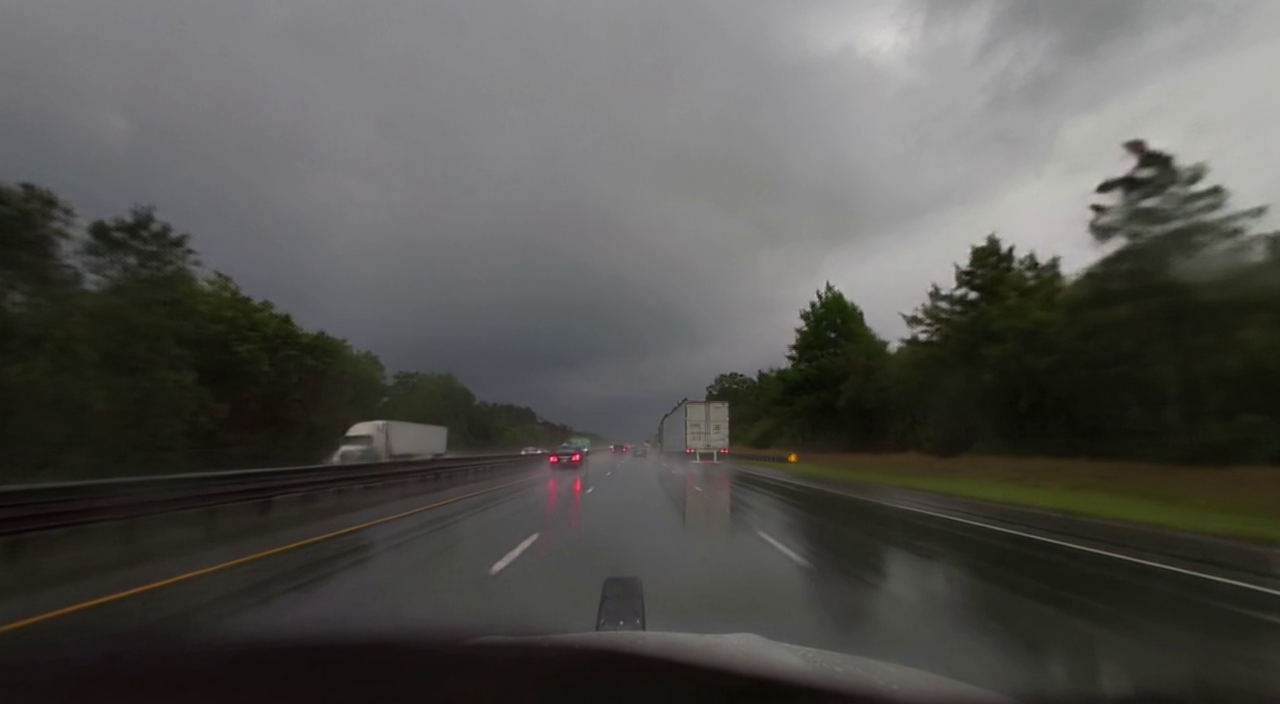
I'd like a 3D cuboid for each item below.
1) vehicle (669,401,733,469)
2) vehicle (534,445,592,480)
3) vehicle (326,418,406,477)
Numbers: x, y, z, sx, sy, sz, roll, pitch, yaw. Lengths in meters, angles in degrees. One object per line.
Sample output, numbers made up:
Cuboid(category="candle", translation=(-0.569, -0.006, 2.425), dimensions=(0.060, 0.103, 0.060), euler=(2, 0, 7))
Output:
Cuboid(category="vehicle", translation=(3.953, 6.082, 44.896), dimensions=(2.974, 4.083, 14.389), euler=(0, -9, -1))
Cuboid(category="vehicle", translation=(-3.414, 5.001, 28.783), dimensions=(2.121, 1.445, 4.651), euler=(0, -9, -1))
Cuboid(category="vehicle", translation=(-19.386, 6.834, 45.112), dimensions=(2.990, 3.854, 5.965), euler=(0, -9, -1))
